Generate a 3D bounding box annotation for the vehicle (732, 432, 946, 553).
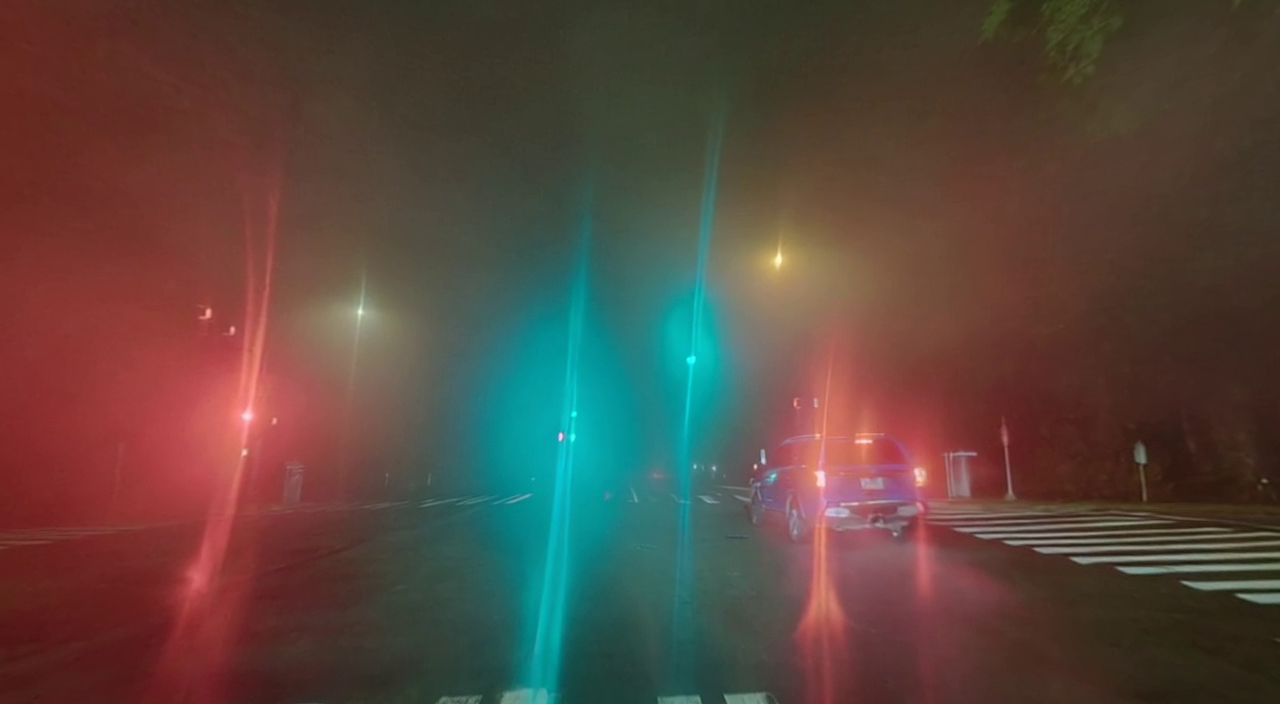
[{"bbox_3d":[3.109,2.301,11.194,2.140,1.655,4.786,0,-8,-1],"label":"vehicle"}]
